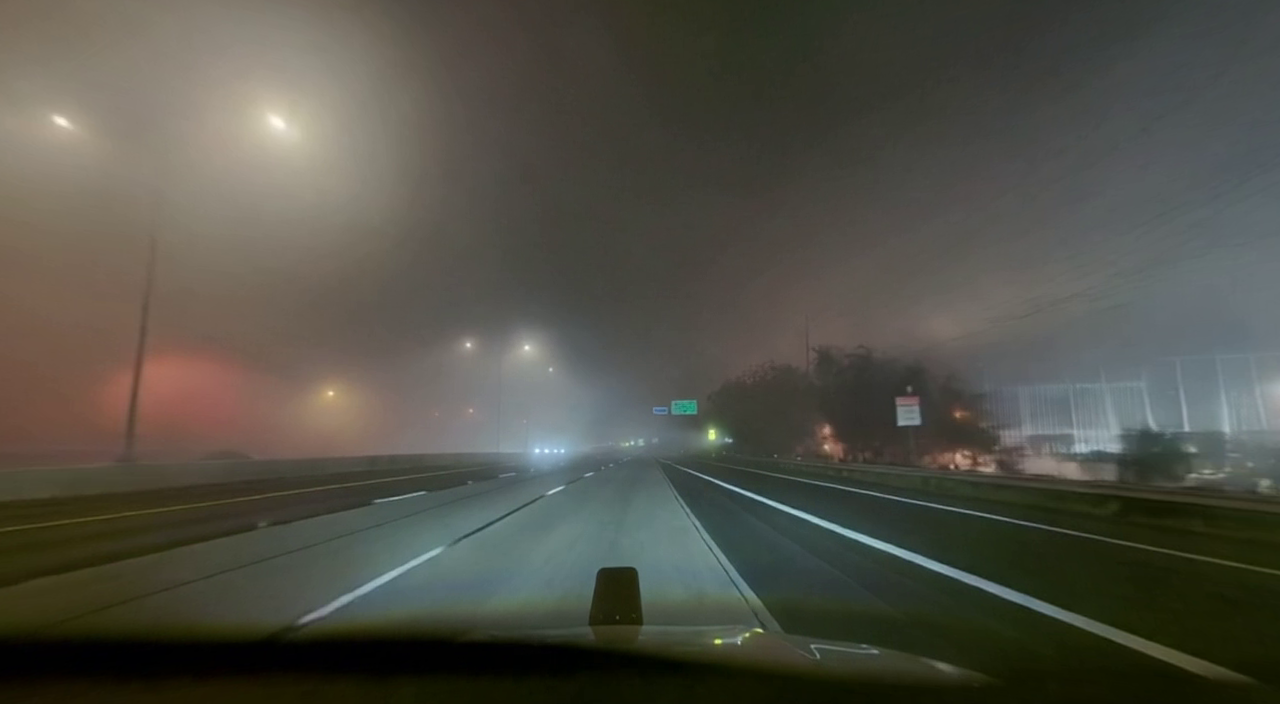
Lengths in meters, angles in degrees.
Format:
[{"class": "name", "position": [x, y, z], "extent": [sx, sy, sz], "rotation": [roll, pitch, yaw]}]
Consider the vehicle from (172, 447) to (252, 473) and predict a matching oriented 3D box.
[{"class": "vehicle", "position": [-28.761, 7.223, 42.637], "extent": [2.058, 1.604, 4.738], "rotation": [0, -8, 0]}]
